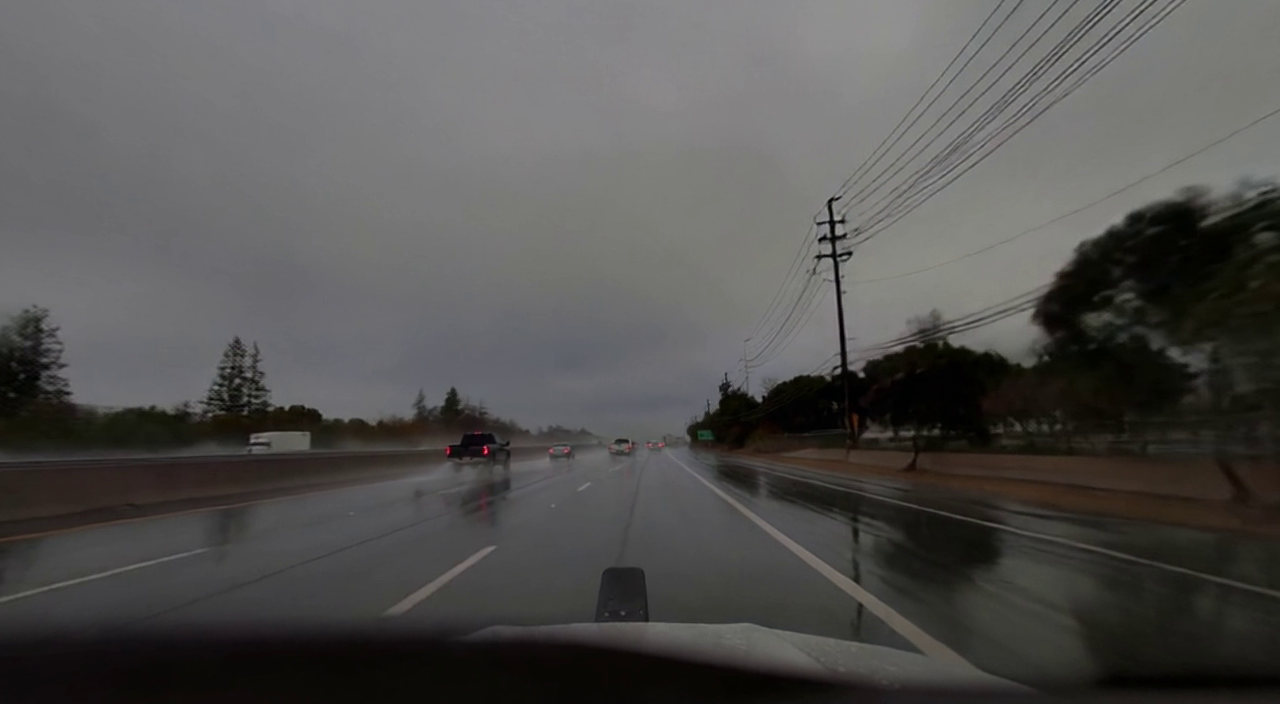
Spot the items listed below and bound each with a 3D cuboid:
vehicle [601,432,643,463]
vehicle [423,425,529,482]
[{"bbox_3d":[-1.176,6.575,43.504,2.448,2.025,5.193,-1,-8,3],"label":"vehicle"},{"bbox_3d":[-6.432,4.079,25.752,2.460,1.992,6.474,-1,-8,1],"label":"vehicle"}]
